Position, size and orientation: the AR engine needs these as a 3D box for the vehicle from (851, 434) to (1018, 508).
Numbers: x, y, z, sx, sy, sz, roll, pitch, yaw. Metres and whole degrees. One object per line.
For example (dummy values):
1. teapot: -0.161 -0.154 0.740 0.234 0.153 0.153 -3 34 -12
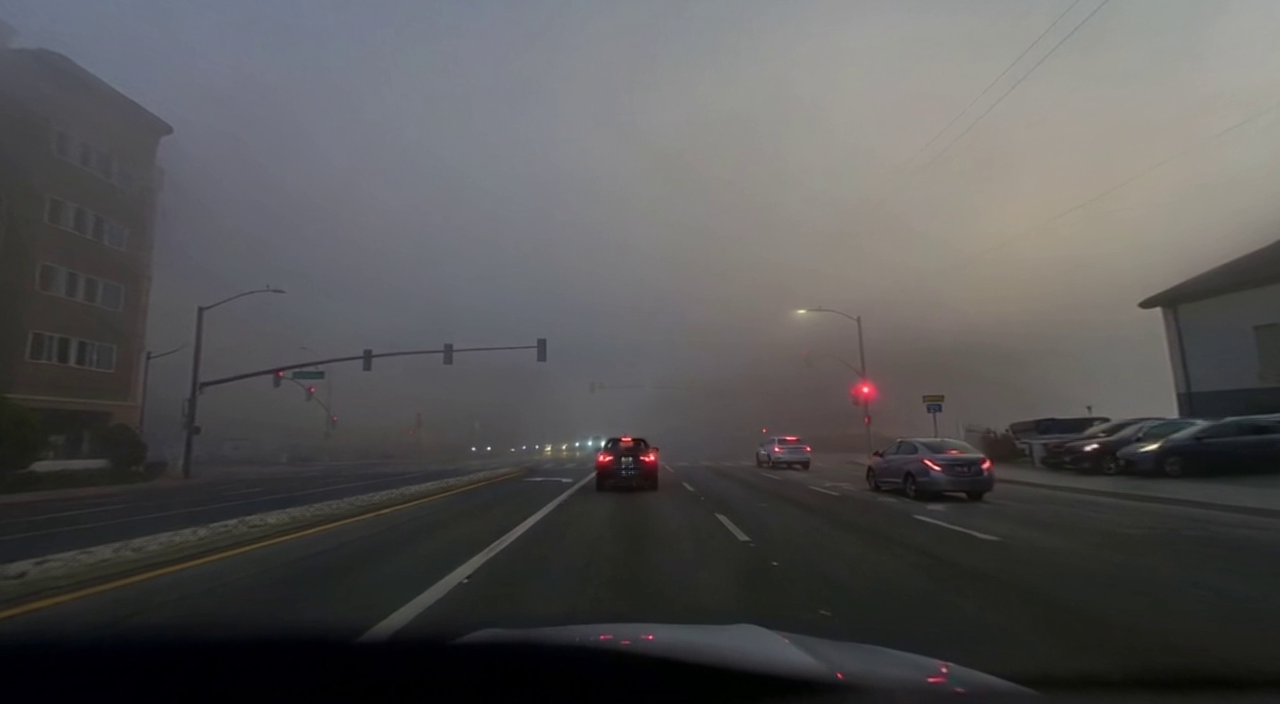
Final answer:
1. vehicle: 6.449 2.640 14.438 1.768 1.417 4.213 0 -9 0

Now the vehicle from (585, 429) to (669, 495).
1. vehicle: -0.304 2.963 17.346 2.032 1.593 3.896 0 -9 0

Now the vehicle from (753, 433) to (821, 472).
1. vehicle: 6.515 4.495 28.445 1.963 1.611 4.359 0 -9 -1
